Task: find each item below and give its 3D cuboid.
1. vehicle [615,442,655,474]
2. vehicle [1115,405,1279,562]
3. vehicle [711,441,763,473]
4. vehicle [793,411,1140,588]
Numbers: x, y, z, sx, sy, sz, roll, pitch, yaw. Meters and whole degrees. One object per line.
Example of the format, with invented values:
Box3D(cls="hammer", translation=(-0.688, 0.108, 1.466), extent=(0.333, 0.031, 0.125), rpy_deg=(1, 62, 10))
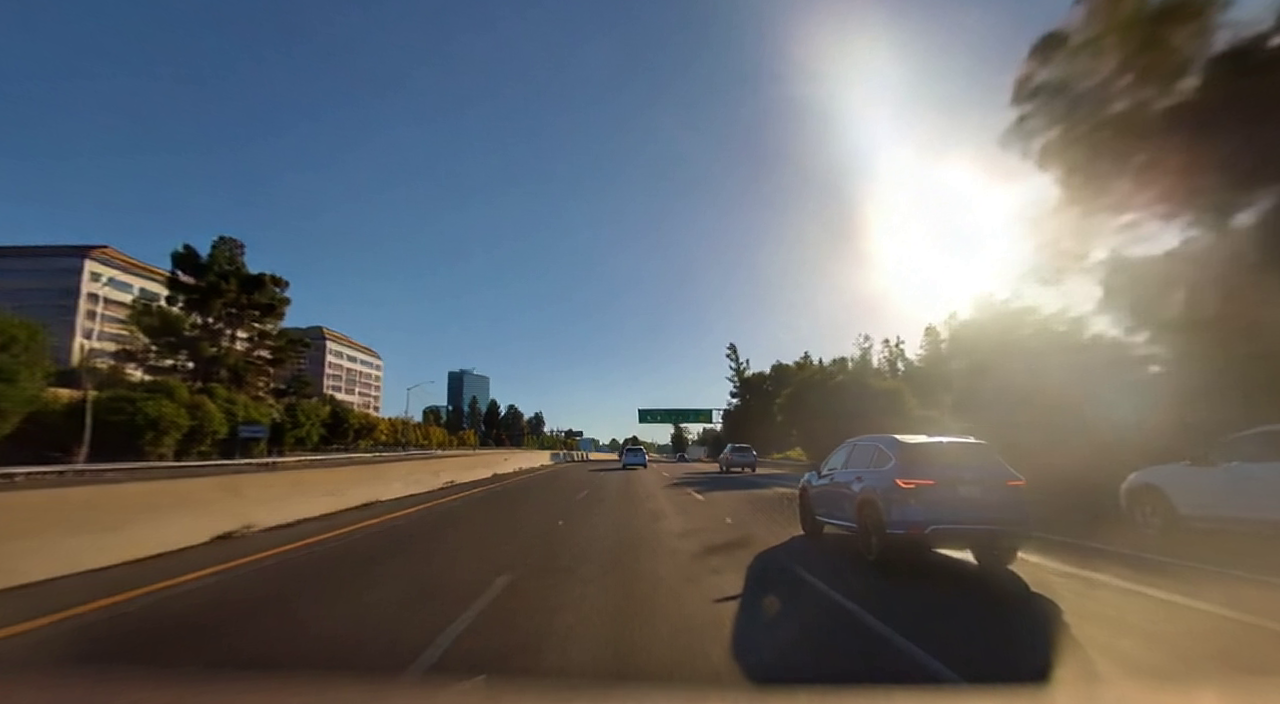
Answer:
Box3D(cls="vehicle", translation=(-0.351, 6.214, 37.479), extent=(2.181, 1.768, 4.383), rpy_deg=(0, -8, -2))
Box3D(cls="vehicle", translation=(8.478, 1.531, 7.369), extent=(1.967, 1.816, 4.775), rpy_deg=(0, -8, -3))
Box3D(cls="vehicle", translation=(7.108, 7.742, 46.950), extent=(2.526, 2.230, 6.190), rpy_deg=(0, -8, -3))
Box3D(cls="vehicle", translation=(3.639, 1.712, 8.230), extent=(2.097, 1.659, 4.320), rpy_deg=(0, -8, -2))
